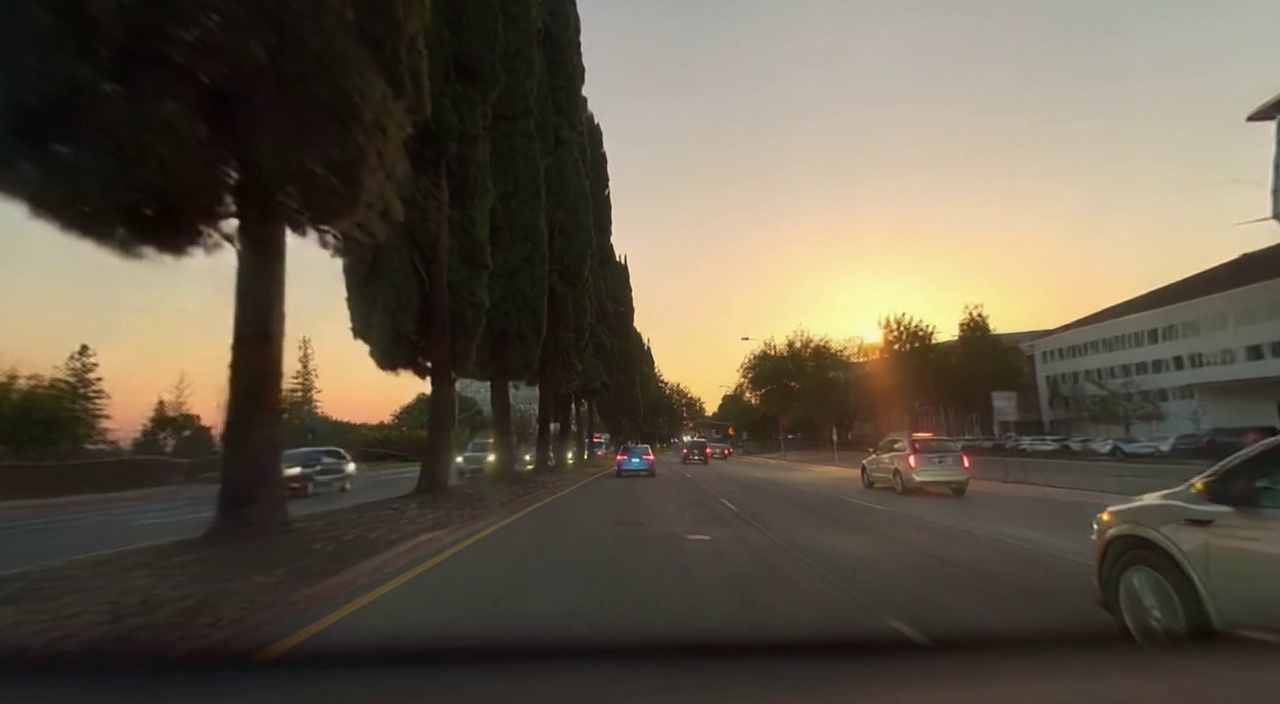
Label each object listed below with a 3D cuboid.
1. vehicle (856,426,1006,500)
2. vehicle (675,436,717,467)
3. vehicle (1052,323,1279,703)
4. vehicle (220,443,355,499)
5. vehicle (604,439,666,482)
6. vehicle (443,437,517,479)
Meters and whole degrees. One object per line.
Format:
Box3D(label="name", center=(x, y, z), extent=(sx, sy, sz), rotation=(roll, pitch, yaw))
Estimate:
Box3D(label="vehicle", center=(7.866, 3.044, 17.573), extent=(2.090, 1.768, 4.407), rotation=(0, -9, 0))
Box3D(label="vehicle", center=(4.130, 7.485, 47.387), extent=(2.716, 2.131, 5.766), rotation=(0, -9, 1))
Box3D(label="vehicle", center=(3.493, 0.623, 1.398), extent=(2.090, 1.763, 4.560), rotation=(0, -9, 1))
Box3D(label="vehicle", center=(-12.102, 4.070, 21.966), extent=(2.021, 1.712, 4.469), rotation=(0, -9, 1))
Box3D(label="vehicle", center=(-0.144, 4.375, 25.564), extent=(2.315, 1.563, 4.080), rotation=(0, -9, 1))
Box3D(label="vehicle", center=(-7.961, 5.317, 31.872), extent=(2.262, 1.920, 5.604), rotation=(0, -9, 0))
